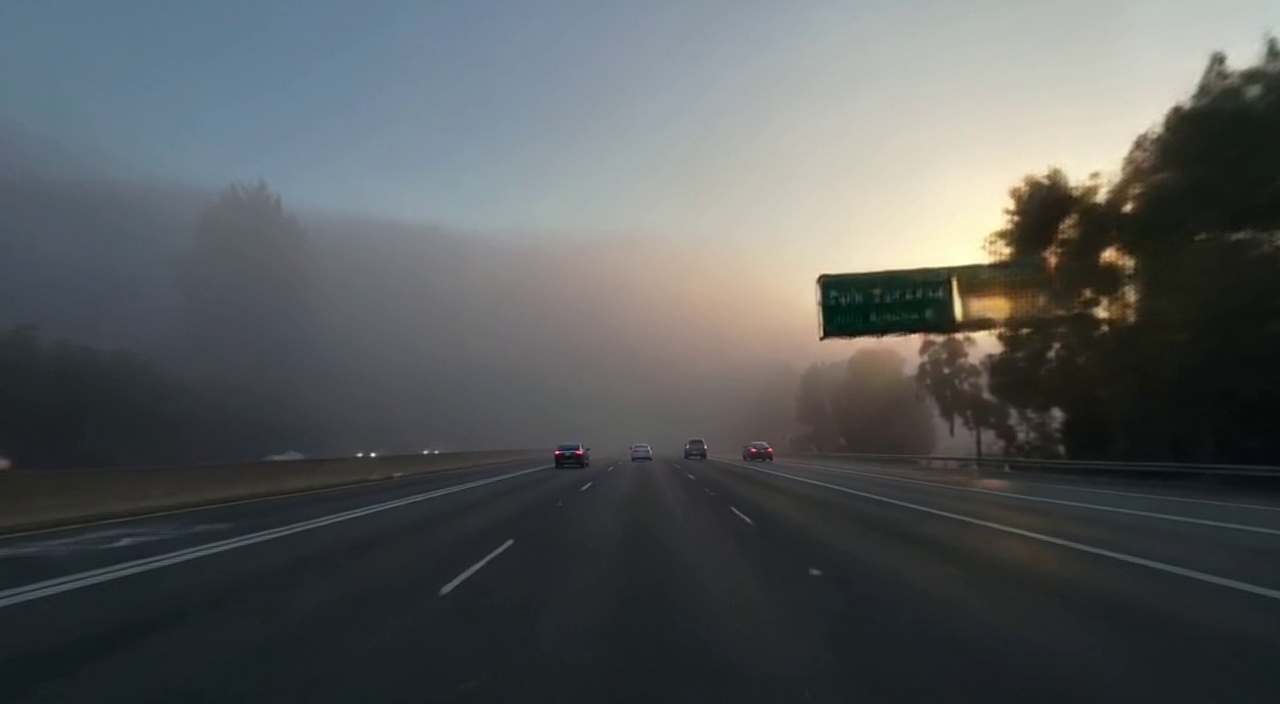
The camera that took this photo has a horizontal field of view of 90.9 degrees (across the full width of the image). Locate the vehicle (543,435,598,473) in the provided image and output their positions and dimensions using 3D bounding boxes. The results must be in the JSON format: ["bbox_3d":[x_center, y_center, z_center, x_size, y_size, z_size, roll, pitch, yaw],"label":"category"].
[{"bbox_3d":[-3.434,5.135,32.047,2.118,1.750,4.875,0,-8,2],"label":"vehicle"}]

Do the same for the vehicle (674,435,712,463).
[{"bbox_3d":[3.936,7.333,47.665,2.348,1.991,5.460,0,-8,0],"label":"vehicle"}]

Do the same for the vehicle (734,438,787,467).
[{"bbox_3d":[7.261,6.120,38.488,2.196,1.659,4.451,0,-8,-2],"label":"vehicle"}]

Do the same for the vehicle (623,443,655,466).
[{"bbox_3d":[-0.027,6.923,42.867,2.050,1.452,3.917,0,-8,1],"label":"vehicle"}]
